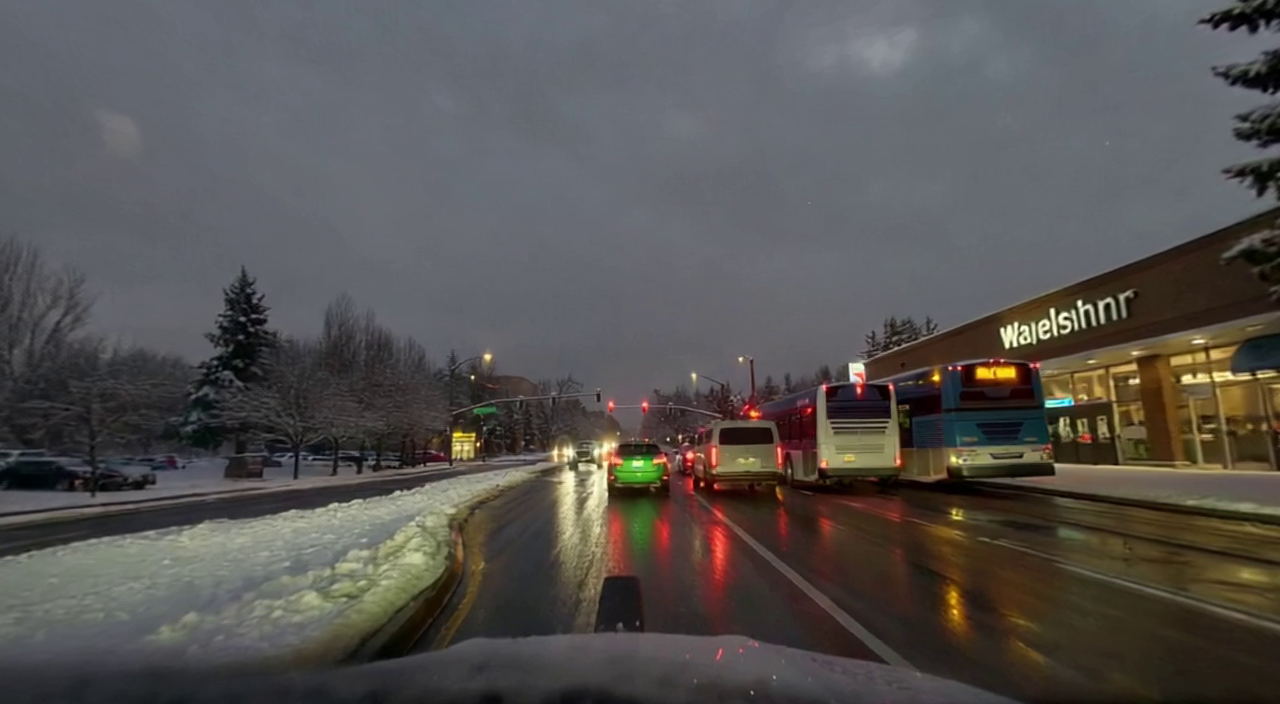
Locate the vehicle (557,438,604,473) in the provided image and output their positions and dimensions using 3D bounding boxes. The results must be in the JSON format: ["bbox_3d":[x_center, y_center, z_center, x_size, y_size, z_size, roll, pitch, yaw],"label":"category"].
[{"bbox_3d":[-3.089,5.478,33.544,2.180,1.708,4.397,0,-9,-1],"label":"vehicle"}]

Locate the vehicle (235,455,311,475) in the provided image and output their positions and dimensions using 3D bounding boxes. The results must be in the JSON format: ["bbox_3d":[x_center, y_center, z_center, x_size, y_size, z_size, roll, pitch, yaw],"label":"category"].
[{"bbox_3d":[-28.359,8.728,48.993,4.881,1.458,1.914,4,-10,-27],"label":"vehicle"}]

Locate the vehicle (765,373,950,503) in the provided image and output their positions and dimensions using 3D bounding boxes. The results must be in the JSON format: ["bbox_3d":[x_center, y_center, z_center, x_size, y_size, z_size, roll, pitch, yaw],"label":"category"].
[{"bbox_3d":[6.458,2.798,20.683,2.879,3.318,8.881,0,-8,0],"label":"vehicle"}]

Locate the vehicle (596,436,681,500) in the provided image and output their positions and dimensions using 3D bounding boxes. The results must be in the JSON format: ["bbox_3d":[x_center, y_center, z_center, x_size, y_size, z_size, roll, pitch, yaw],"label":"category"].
[{"bbox_3d":[-0.101,3.125,17.344,2.071,1.525,3.723,0,-9,-2],"label":"vehicle"}]

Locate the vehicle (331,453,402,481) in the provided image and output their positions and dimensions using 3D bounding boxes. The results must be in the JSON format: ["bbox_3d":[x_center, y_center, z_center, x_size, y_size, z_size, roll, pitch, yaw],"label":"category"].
[{"bbox_3d":[-14.822,6.228,34.458,1.960,1.396,4.185,-1,-9,1],"label":"vehicle"}]

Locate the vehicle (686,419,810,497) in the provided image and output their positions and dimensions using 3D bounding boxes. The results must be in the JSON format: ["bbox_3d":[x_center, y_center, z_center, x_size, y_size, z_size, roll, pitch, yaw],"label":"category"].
[{"bbox_3d":[2.957,3.140,19.065,2.490,1.951,5.931,0,-9,-2],"label":"vehicle"}]

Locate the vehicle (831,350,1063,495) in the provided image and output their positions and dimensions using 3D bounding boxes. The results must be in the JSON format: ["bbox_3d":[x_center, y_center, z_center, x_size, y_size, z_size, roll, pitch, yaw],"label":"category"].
[{"bbox_3d":[10.313,2.762,23.286,3.181,4.110,10.468,0,-9,0],"label":"vehicle"}]
